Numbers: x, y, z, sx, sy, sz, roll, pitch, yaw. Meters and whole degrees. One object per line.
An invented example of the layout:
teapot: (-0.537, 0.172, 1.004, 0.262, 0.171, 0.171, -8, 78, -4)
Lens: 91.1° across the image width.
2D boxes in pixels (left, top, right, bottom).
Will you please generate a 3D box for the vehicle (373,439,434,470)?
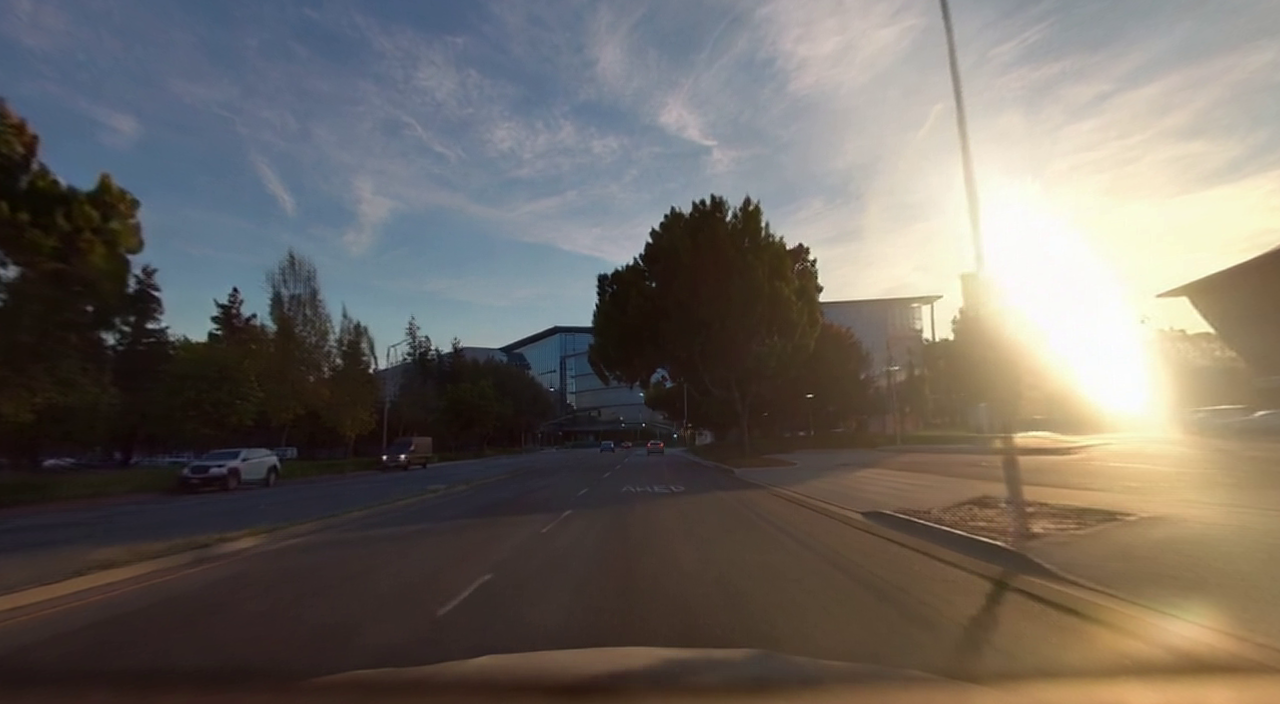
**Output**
vehicle: (-17.154, 7.429, 45.842, 2.331, 2.109, 5.400, 0, -8, 0)

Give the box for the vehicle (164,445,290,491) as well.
vehicle: (-17.297, 4.840, 26.638, 2.112, 1.754, 4.740, 0, -8, 0)

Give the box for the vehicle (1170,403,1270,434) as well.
vehicle: (39.858, 4.659, 43.342, 1.882, 1.686, 5.050, -2, -10, -3)
